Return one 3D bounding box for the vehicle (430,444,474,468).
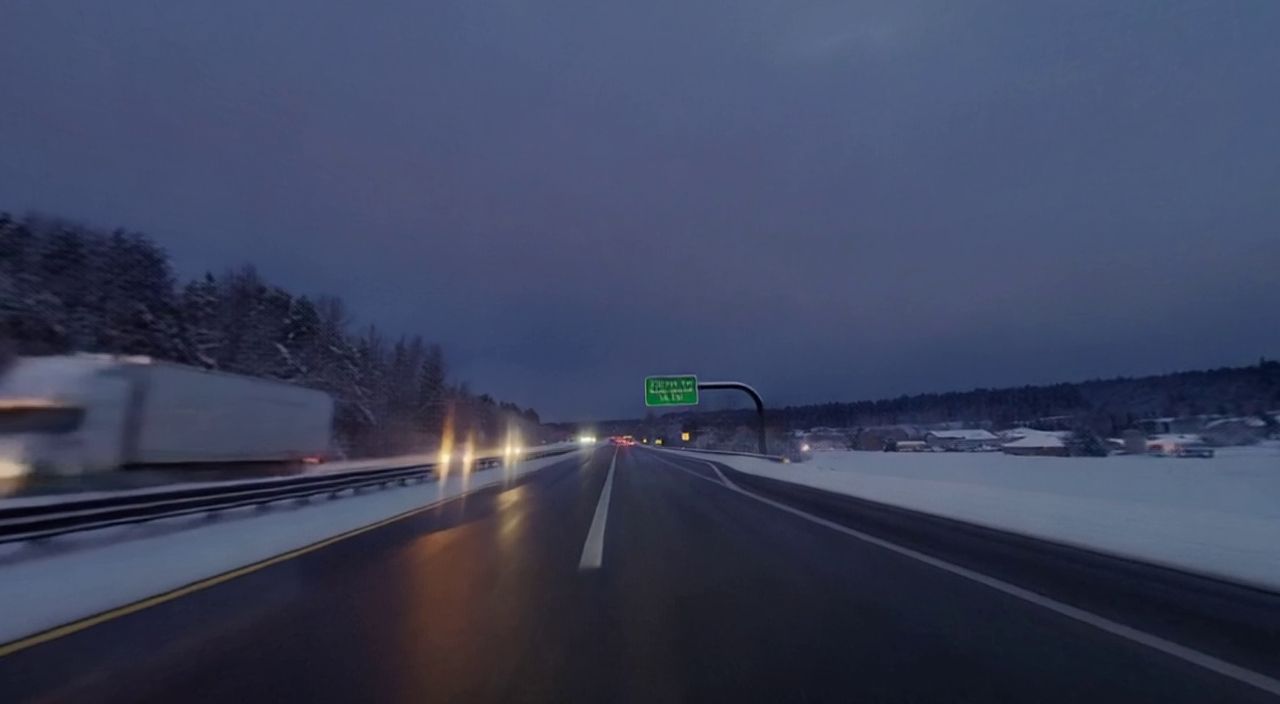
[{"bbox_3d":[-12.634,7.029,42.697,1.847,1.481,4.216,0,-9,-3],"label":"vehicle"}]

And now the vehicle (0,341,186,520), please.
[{"bbox_3d":[-15.725,2.151,16.641,2.968,3.954,5.903,0,-9,-2],"label":"vehicle"}]
